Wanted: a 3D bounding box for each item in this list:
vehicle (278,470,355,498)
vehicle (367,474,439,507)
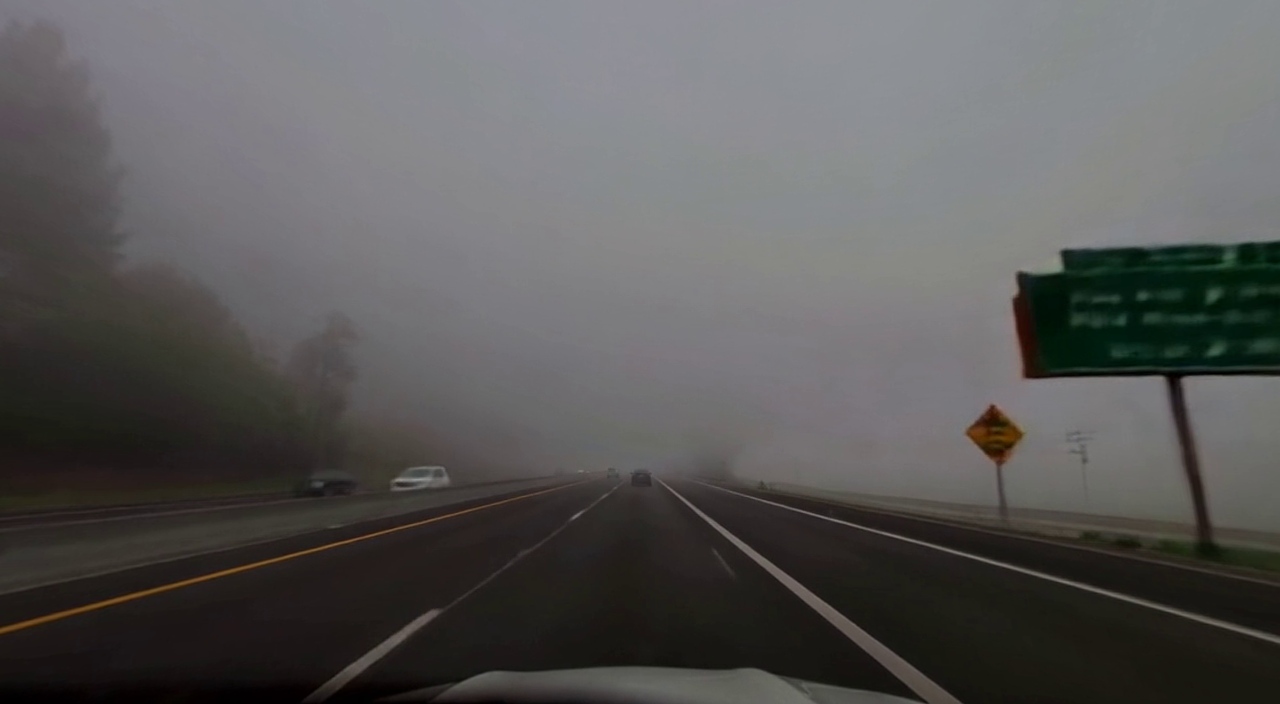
[{"bbox_3d":[-18.990,7.758,37.267,2.004,1.483,4.647,1,-11,1],"label":"vehicle"},{"bbox_3d":[-11.348,6.648,30.547,1.818,1.419,4.237,1,-11,0],"label":"vehicle"}]
